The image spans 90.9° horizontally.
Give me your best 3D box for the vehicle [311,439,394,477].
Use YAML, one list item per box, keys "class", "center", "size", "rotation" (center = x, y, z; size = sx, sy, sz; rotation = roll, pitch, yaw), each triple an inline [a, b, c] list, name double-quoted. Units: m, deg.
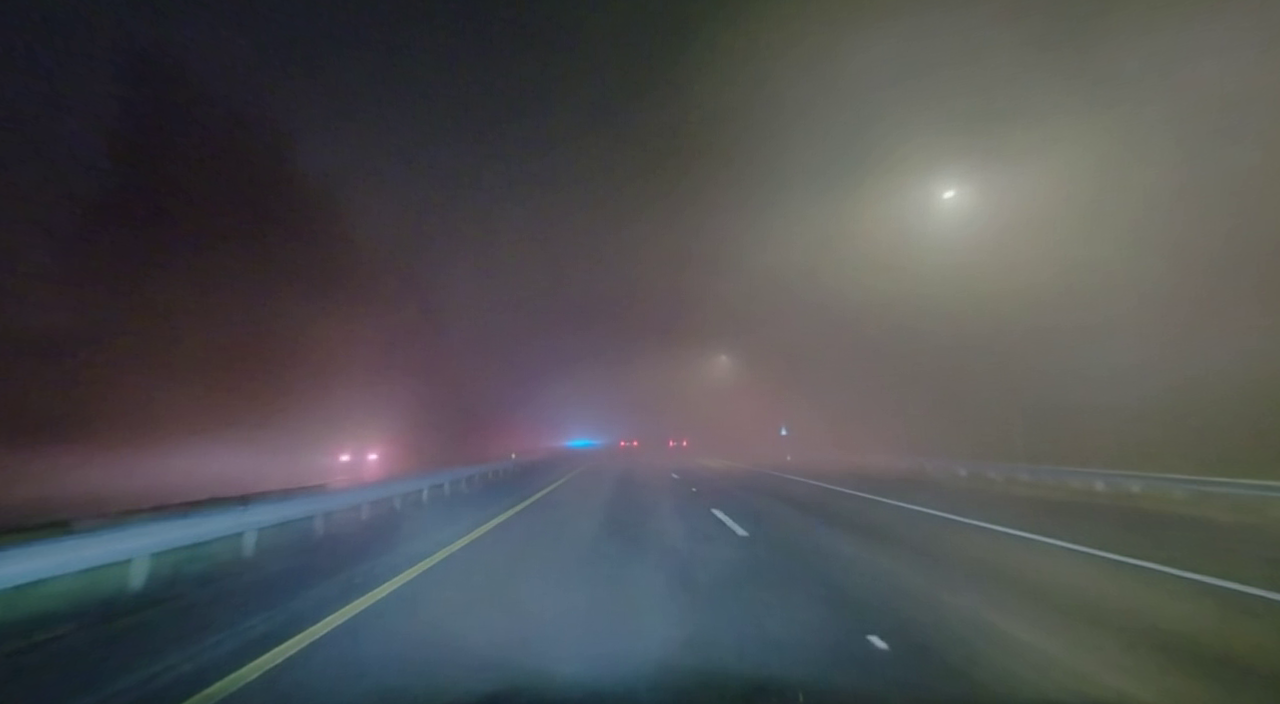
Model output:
- class: "vehicle"
  center: [-13.704, 5.039, 30.355]
  size: [1.939, 1.662, 4.341]
  rotation: [0, -8, -1]
